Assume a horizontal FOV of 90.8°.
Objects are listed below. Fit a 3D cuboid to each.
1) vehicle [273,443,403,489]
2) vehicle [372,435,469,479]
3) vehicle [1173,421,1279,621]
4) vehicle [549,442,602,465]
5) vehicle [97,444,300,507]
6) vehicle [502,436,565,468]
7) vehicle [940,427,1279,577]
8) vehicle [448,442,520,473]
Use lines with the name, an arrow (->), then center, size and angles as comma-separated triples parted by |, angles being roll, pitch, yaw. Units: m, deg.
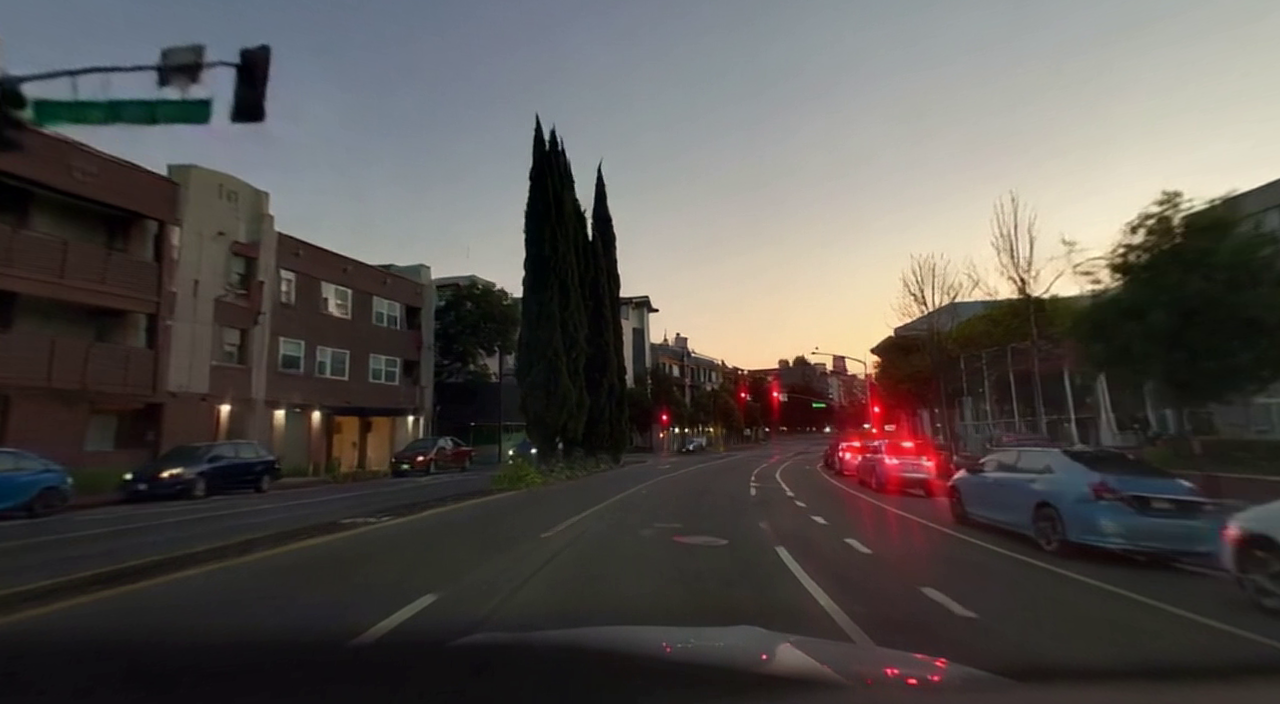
vehicle -> -10.784, 4.073, 23.005 | 1.811, 1.459, 4.702 | -1, -8, 10
vehicle -> -9.592, 4.626, 28.134 | 1.933, 1.759, 5.002 | -1, -8, 9
vehicle -> 5.948, 1.182, 3.927 | 1.886, 1.562, 3.940 | 0, -8, 2
vehicle -> -4.518, 7.212, 45.176 | 1.894, 1.493, 4.902 | -3, -9, 18
vehicle -> -11.669, 3.248, 17.198 | 1.841, 1.444, 4.554 | -1, -8, 7
vehicle -> -6.554, 6.211, 39.430 | 2.083, 1.882, 4.642 | -2, -9, 15
vehicle -> 6.089, 1.896, 8.864 | 1.883, 1.550, 4.286 | -1, -8, 4
vehicle -> -8.234, 5.589, 33.777 | 1.830, 1.497, 4.436 | -2, -9, 14
